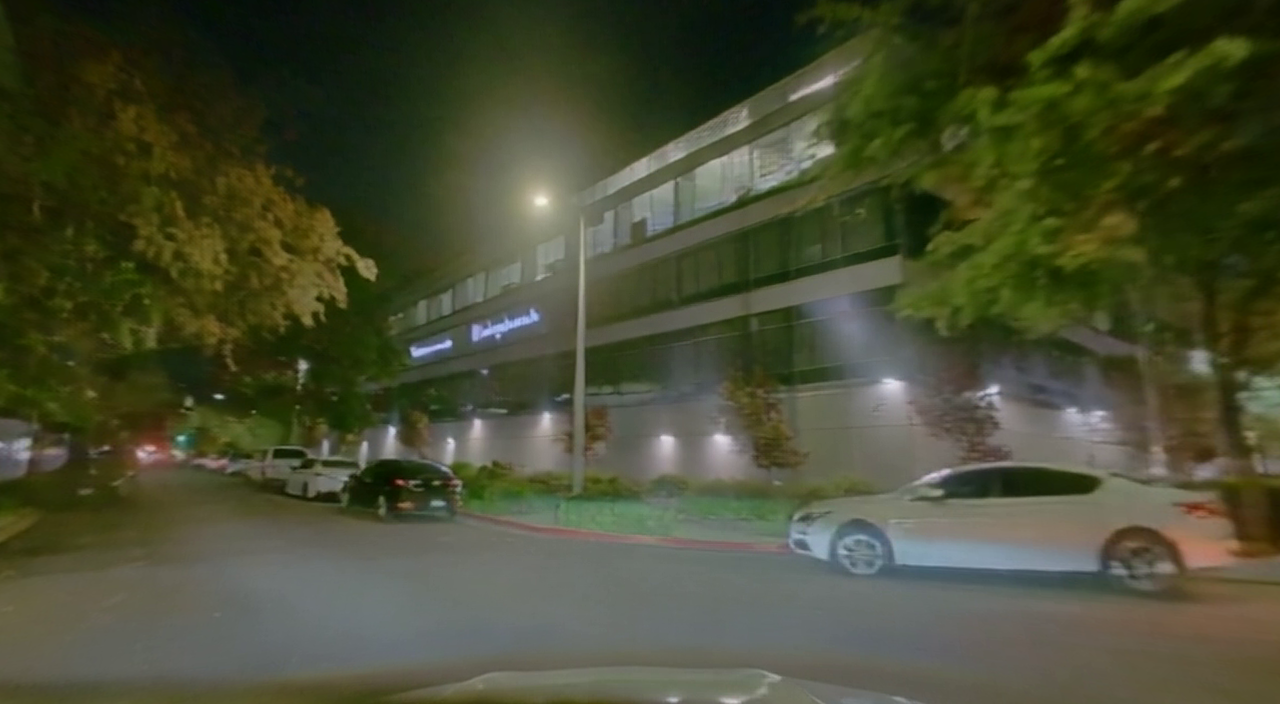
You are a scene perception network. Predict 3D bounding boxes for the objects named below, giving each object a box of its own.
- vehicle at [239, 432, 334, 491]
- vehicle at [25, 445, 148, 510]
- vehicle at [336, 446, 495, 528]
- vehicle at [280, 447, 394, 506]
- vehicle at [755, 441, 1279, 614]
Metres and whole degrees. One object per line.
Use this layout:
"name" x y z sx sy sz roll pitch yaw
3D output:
"vehicle" -13.621 4.204 24.110 2.242 1.972 4.898 9 -13 -37
"vehicle" -14.491 3.297 16.758 2.018 1.461 4.413 8 -13 -37
"vehicle" -5.003 2.870 13.735 1.889 1.482 4.118 9 -13 -38
"vehicle" -8.945 3.601 18.427 1.815 1.479 4.498 9 -14 -39
"vehicle" 3.749 1.752 6.863 4.770 1.448 1.983 -2 -11 14
